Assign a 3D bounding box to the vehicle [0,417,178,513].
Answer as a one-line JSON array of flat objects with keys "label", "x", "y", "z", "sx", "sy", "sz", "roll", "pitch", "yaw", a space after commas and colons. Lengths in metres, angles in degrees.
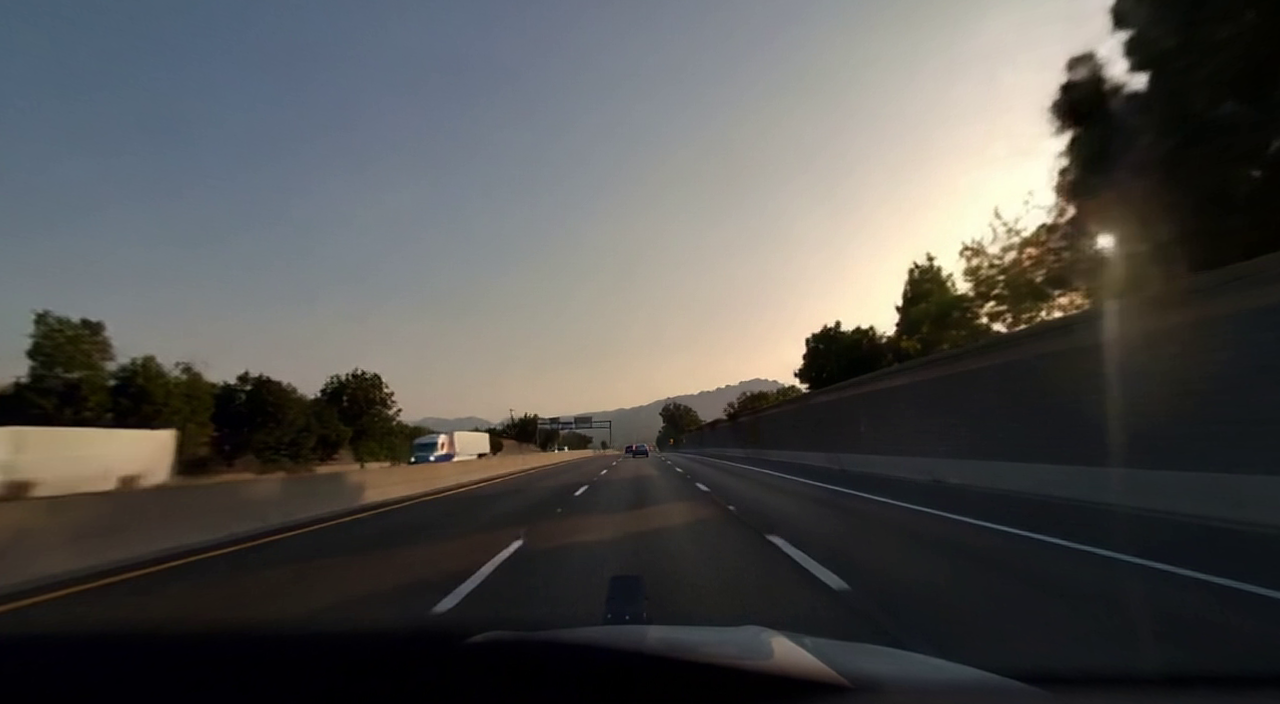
[{"label": "vehicle", "x": -18.968, "y": 3.703, "z": 21.190, "sx": 2.424, "sy": 2.756, "sz": 5.523, "roll": 0, "pitch": -8, "yaw": 1}]
